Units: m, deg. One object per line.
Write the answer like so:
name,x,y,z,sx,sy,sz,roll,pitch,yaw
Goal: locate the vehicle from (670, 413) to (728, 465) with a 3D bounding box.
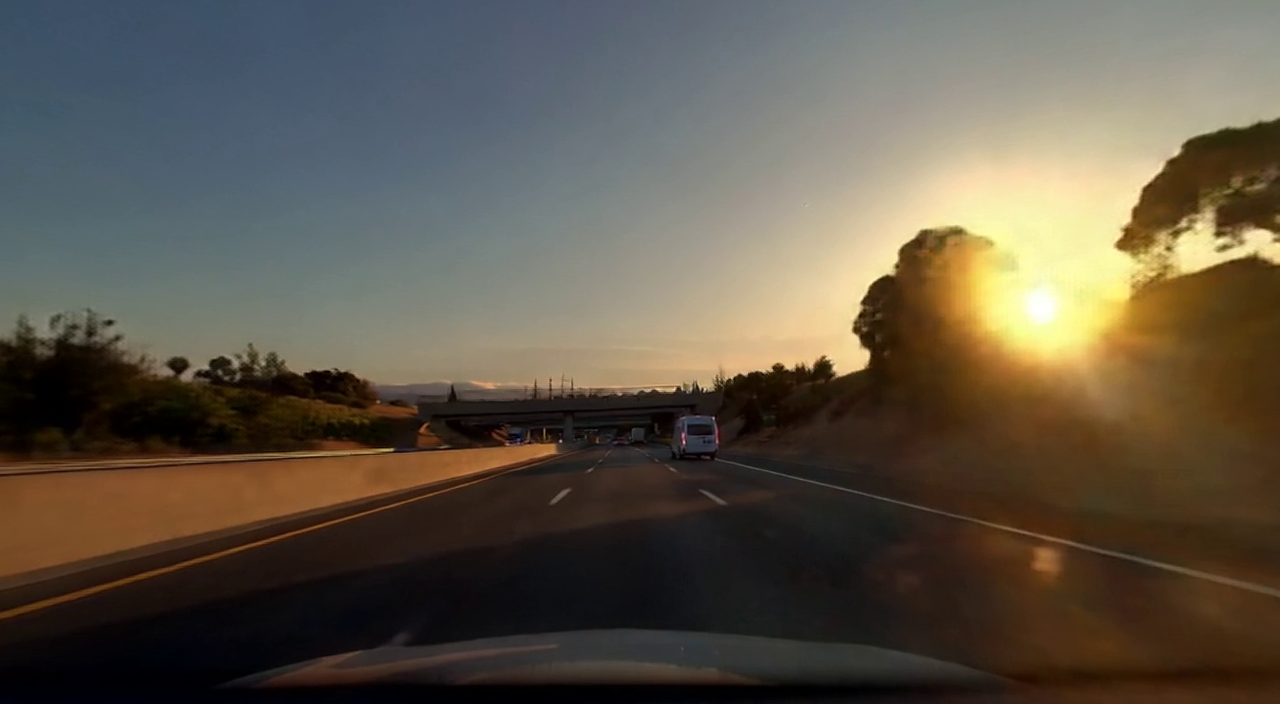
vehicle,3.215,4.994,36.182,2.431,2.667,6.921,0,-8,-2
